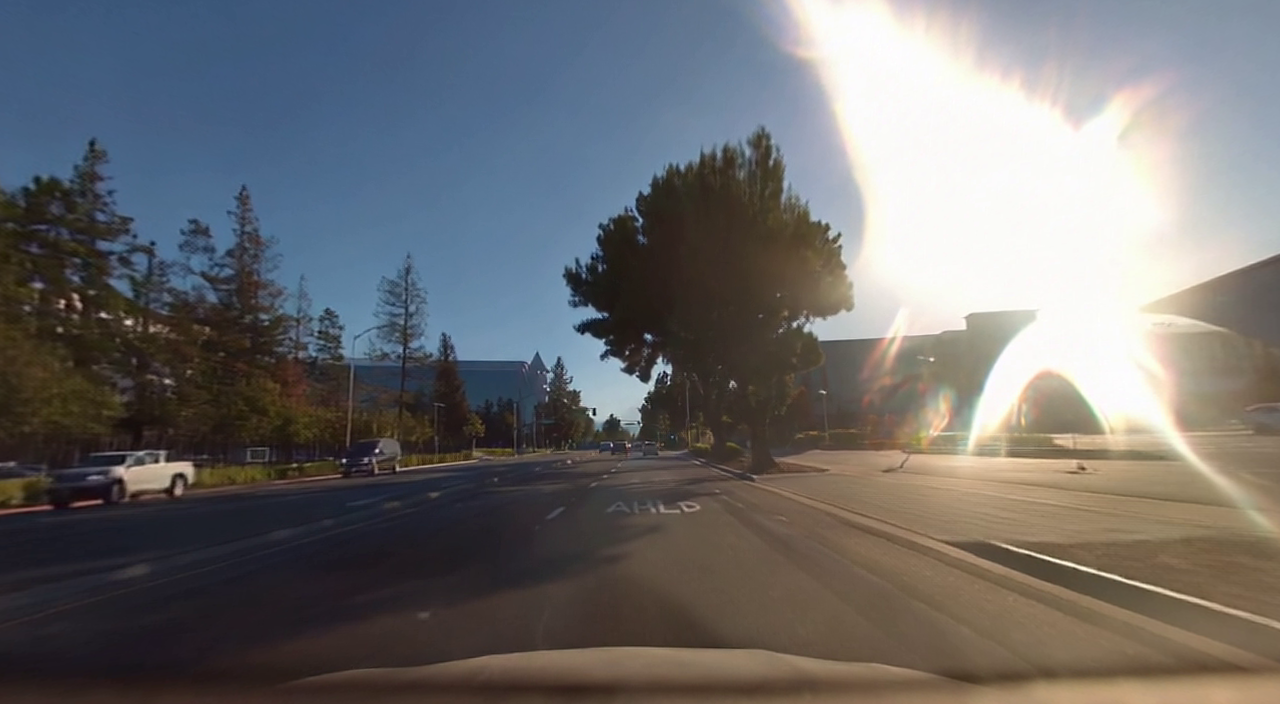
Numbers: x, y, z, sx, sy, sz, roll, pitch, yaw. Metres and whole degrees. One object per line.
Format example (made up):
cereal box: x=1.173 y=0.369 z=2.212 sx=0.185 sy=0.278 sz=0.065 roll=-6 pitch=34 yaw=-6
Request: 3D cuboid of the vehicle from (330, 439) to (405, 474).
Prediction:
vehicle: x=-17.258 y=6.630 z=40.126 sx=2.331 sy=2.109 sz=5.400 roll=0 pitch=-8 yaw=0

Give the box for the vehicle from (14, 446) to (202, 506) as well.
vehicle: x=-17.375 y=4.013 z=20.937 sx=2.112 sy=1.754 sz=4.740 roll=0 pitch=-8 yaw=-1
